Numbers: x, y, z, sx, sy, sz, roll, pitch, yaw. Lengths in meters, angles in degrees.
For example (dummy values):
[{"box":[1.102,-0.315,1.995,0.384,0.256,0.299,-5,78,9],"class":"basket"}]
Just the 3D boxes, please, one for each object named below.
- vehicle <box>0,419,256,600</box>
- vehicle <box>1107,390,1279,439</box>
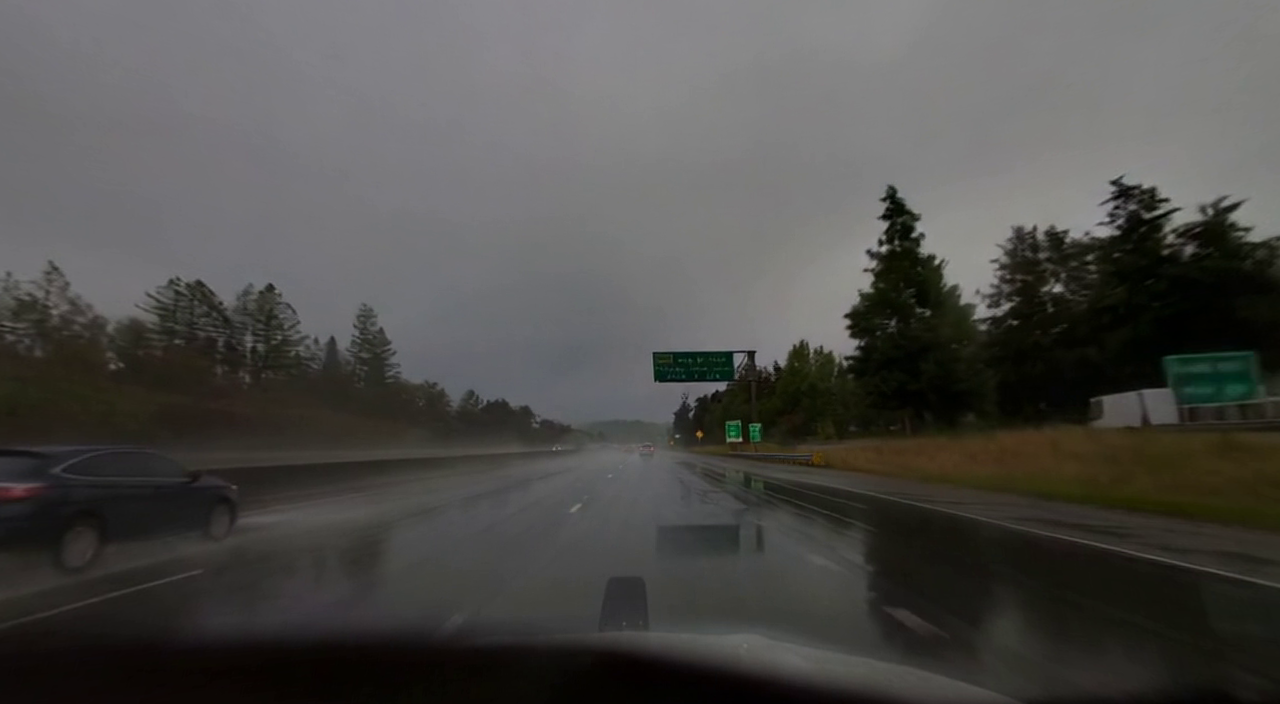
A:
[{"box":[-6.854,1.638,7.113,2.016,1.640,4.713,0,-8,1],"class":"vehicle"},{"box":[23.444,2.800,27.185,2.268,1.833,5.691,0,-8,0],"class":"vehicle"}]
